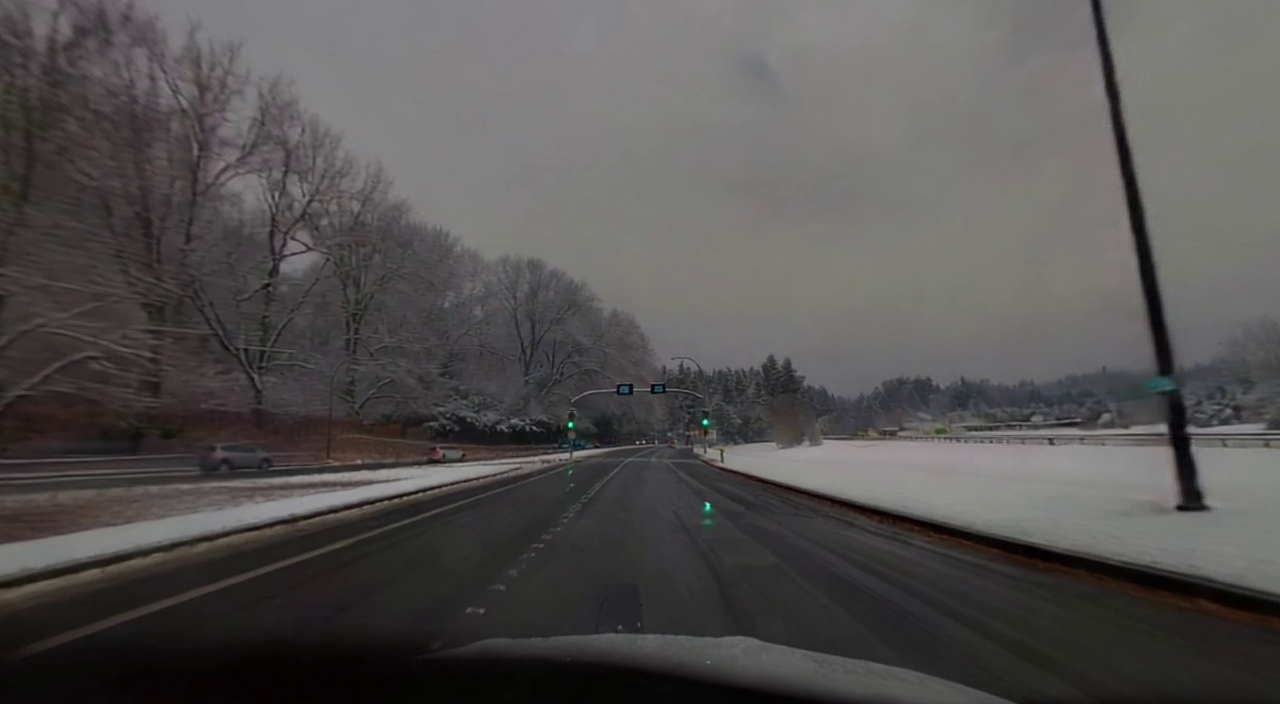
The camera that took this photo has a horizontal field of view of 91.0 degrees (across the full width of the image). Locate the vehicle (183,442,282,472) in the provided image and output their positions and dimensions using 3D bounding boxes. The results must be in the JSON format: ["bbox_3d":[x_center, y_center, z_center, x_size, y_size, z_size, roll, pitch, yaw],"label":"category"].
[{"bbox_3d":[-28.754,7.398,44.688,2.242,1.955,5.600,-3,-9,19],"label":"vehicle"}]
